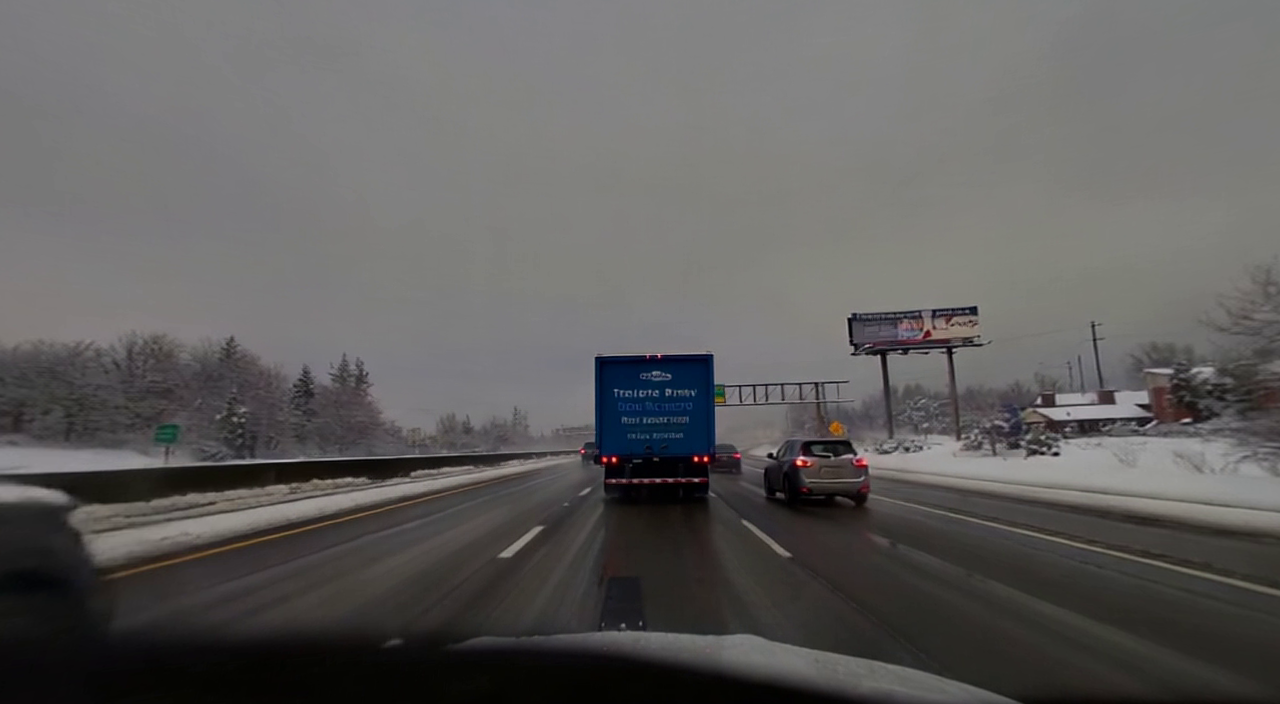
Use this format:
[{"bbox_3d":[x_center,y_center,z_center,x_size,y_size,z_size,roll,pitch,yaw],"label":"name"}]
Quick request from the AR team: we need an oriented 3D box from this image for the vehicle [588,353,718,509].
[{"bbox_3d":[0.354,2.289,17.700,2.733,3.296,8.571,0,-8,1],"label":"vehicle"}]

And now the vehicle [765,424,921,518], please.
[{"bbox_3d":[4.198,2.517,13.894,1.986,1.718,4.296,0,-8,0],"label":"vehicle"}]

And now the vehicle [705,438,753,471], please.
[{"bbox_3d":[4.851,5.684,35.137,2.066,1.692,4.339,0,-8,0],"label":"vehicle"}]

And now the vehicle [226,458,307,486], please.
[{"bbox_3d":[-23.296,7.497,39.603,1.805,1.515,4.657,-1,-8,8],"label":"vehicle"}]

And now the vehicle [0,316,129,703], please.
[{"bbox_3d":[-3.404,0.537,0.595,2.133,1.808,4.349,0,-8,0],"label":"vehicle"}]
